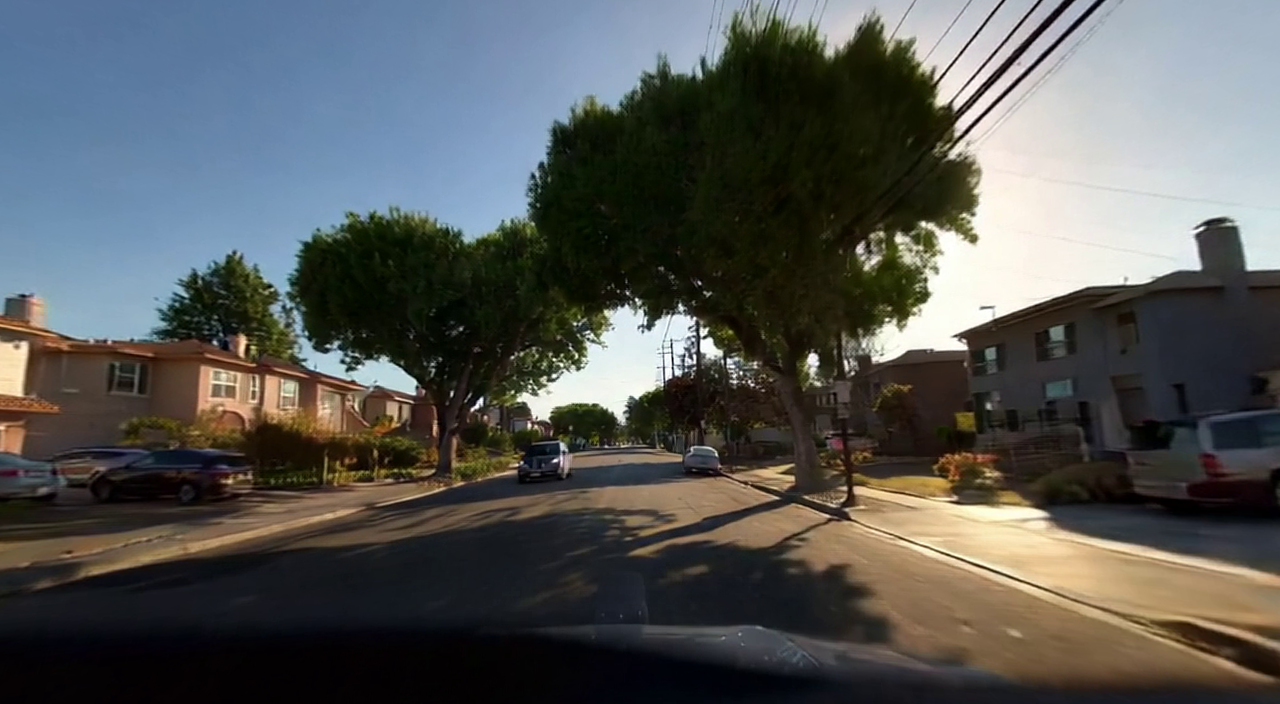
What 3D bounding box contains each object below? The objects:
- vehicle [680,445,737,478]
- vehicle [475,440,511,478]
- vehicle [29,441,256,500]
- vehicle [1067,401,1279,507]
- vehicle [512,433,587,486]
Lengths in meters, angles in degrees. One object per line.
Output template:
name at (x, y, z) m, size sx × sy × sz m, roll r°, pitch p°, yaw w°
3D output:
vehicle at (3.208, 5.233, 30.578) m, size 1.944 × 1.439 × 4.500 m, roll 1°, pitch -9°, yaw -4°
vehicle at (-10.913, 7.922, 47.308) m, size 1.961 × 2.498 × 8.179 m, roll -1°, pitch -8°, yaw -9°
vehicle at (-13.302, 3.176, 17.136) m, size 4.443 × 1.475 × 1.932 m, roll 0°, pitch -9°, yaw -2°
vehicle at (10.945, 1.872, 11.739) m, size 4.602 × 1.799 × 1.859 m, roll 0°, pitch -8°, yaw -1°
vehicle at (-3.367, 4.081, 24.340) m, size 2.032 × 1.836 × 4.520 m, roll 0°, pitch -9°, yaw 2°
